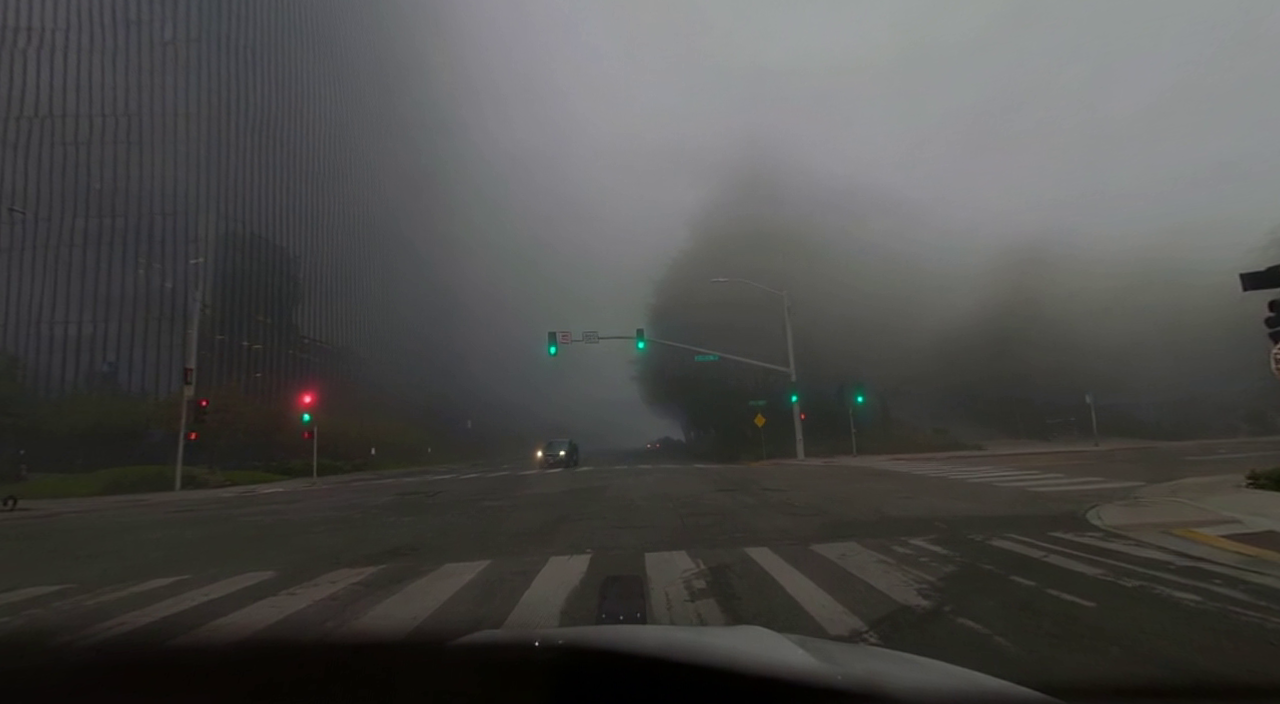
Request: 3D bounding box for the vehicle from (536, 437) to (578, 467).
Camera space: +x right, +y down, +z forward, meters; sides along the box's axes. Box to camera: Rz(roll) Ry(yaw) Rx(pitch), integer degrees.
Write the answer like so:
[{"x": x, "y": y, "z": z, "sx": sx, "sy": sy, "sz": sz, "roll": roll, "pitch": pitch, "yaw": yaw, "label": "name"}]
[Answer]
[{"x": -4.845, "y": 5.907, "z": 37.458, "sx": 1.988, "sy": 1.666, "sz": 4.074, "roll": 0, "pitch": -9, "yaw": 0, "label": "vehicle"}]
